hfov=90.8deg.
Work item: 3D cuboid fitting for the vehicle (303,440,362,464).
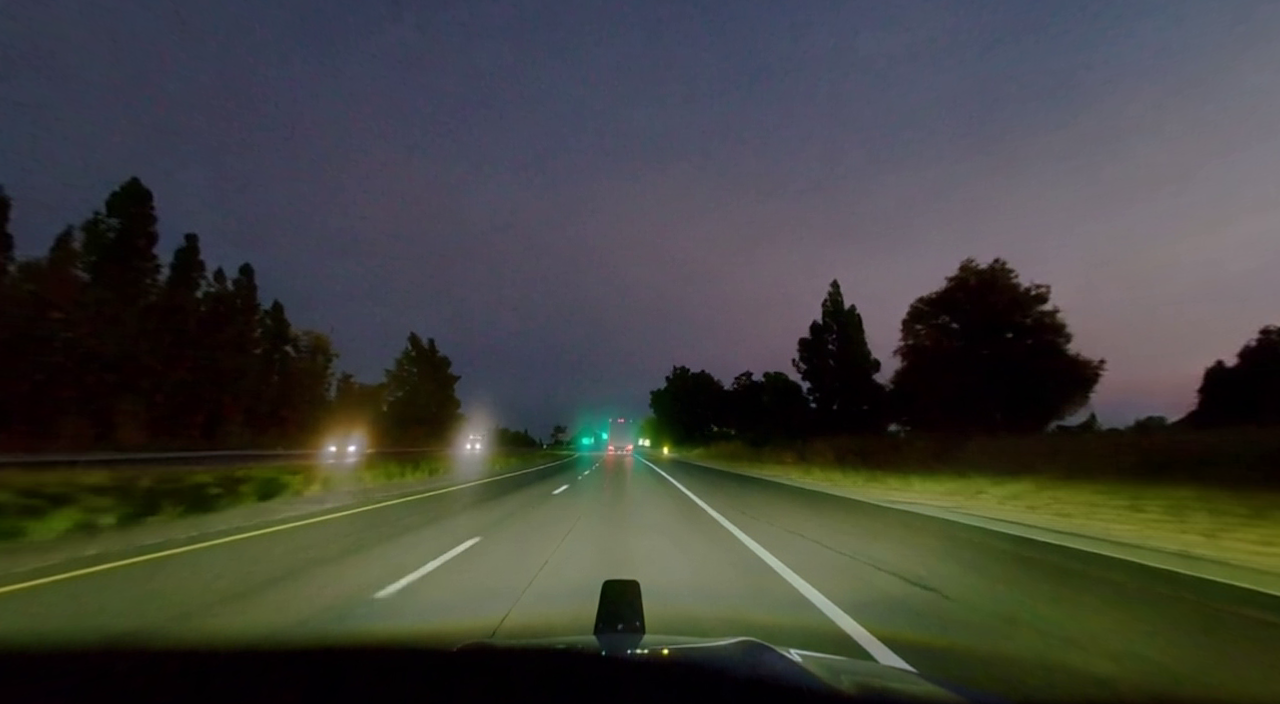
[{"bbox_3d":[-20.100,6.559,41.371,1.769,1.475,4.161,0,-9,0],"label":"vehicle"}]
